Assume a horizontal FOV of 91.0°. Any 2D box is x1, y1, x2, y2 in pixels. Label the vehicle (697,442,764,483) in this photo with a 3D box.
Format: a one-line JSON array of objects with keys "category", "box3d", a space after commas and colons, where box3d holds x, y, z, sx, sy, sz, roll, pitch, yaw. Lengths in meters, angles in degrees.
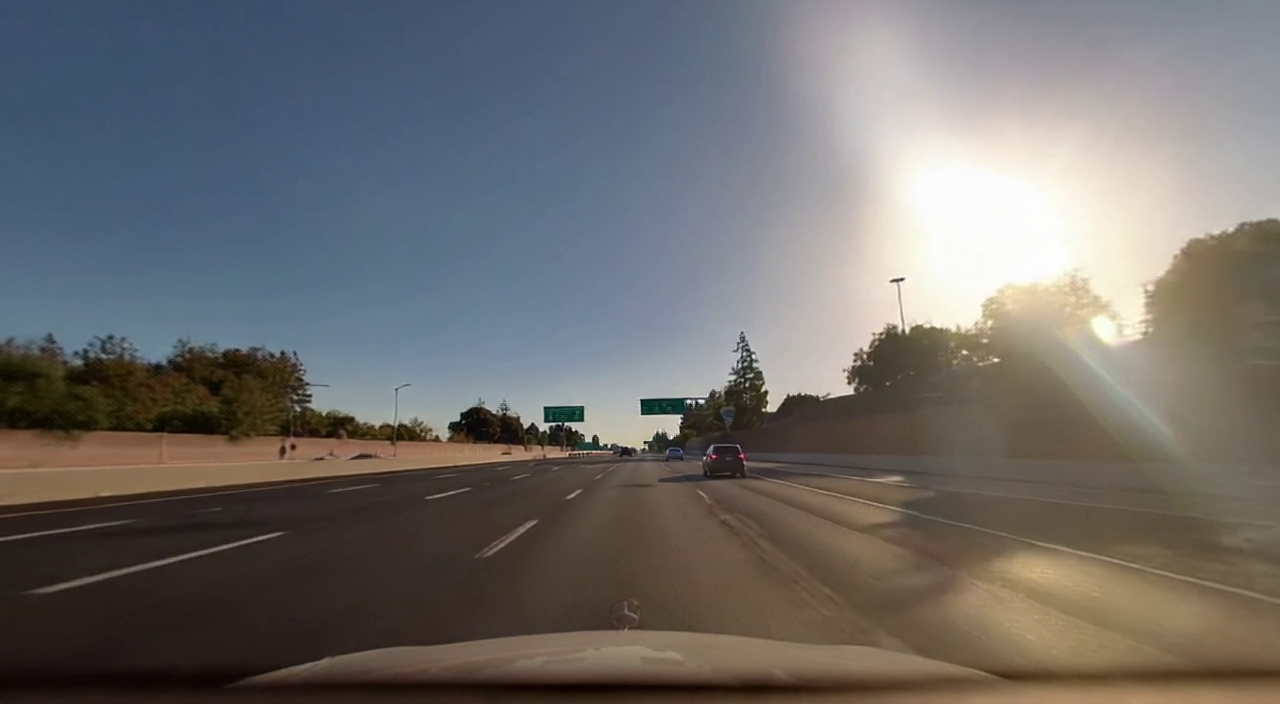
[{"category": "vehicle", "box3d": [3.547, 4.438, 25.495, 2.033, 1.501, 4.398, 0, -9, -1]}]
